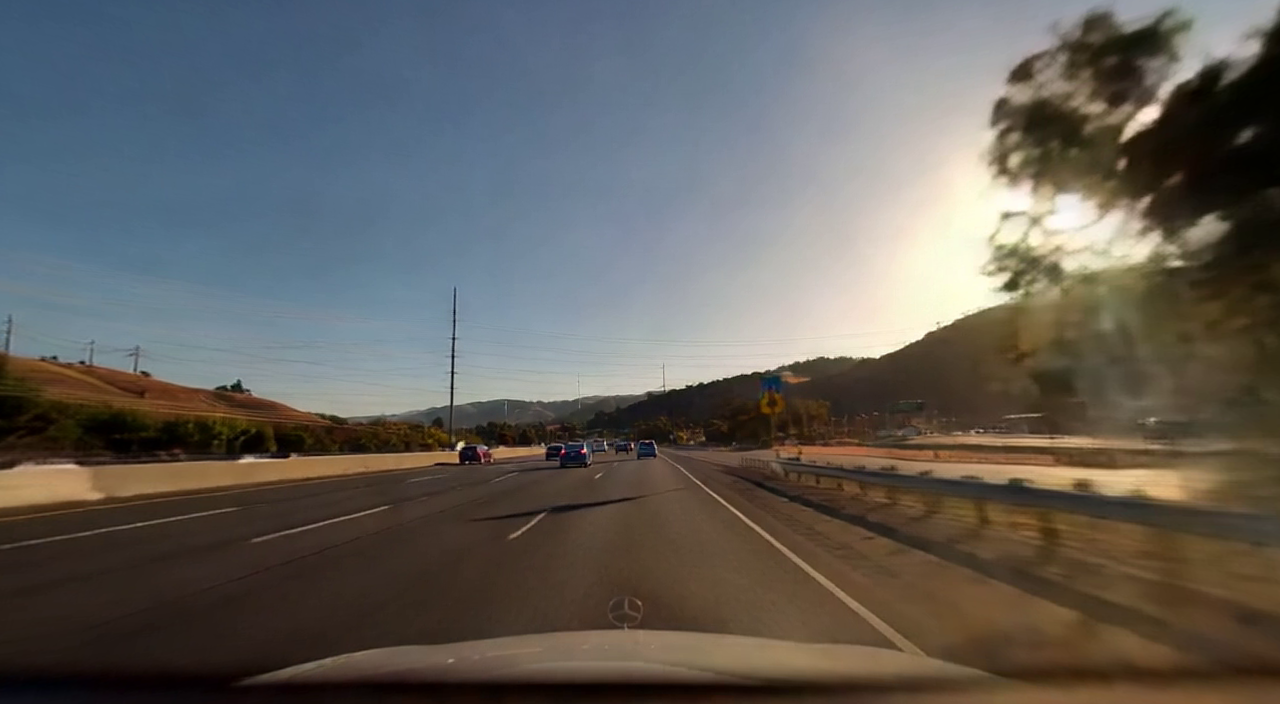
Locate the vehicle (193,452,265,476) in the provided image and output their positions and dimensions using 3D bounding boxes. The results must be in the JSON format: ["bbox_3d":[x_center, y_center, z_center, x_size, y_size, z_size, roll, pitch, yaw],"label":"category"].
[{"bbox_3d":[-27.544,7.501,42.453,1.791,1.439,4.406,-1,-8,1],"label":"vehicle"}]

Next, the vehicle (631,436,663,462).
[{"bbox_3d":[0.448,6.921,45.221,2.194,1.737,4.127,0,-8,-1],"label":"vehicle"}]

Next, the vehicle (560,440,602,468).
[{"bbox_3d":[-3.316,5.844,36.403,1.967,1.517,4.808,0,-8,0],"label":"vehicle"}]

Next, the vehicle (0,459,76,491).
[{"bbox_3d":[-31.938,6.285,32.356,1.874,1.440,4.364,0,-8,0],"label":"vehicle"}]
